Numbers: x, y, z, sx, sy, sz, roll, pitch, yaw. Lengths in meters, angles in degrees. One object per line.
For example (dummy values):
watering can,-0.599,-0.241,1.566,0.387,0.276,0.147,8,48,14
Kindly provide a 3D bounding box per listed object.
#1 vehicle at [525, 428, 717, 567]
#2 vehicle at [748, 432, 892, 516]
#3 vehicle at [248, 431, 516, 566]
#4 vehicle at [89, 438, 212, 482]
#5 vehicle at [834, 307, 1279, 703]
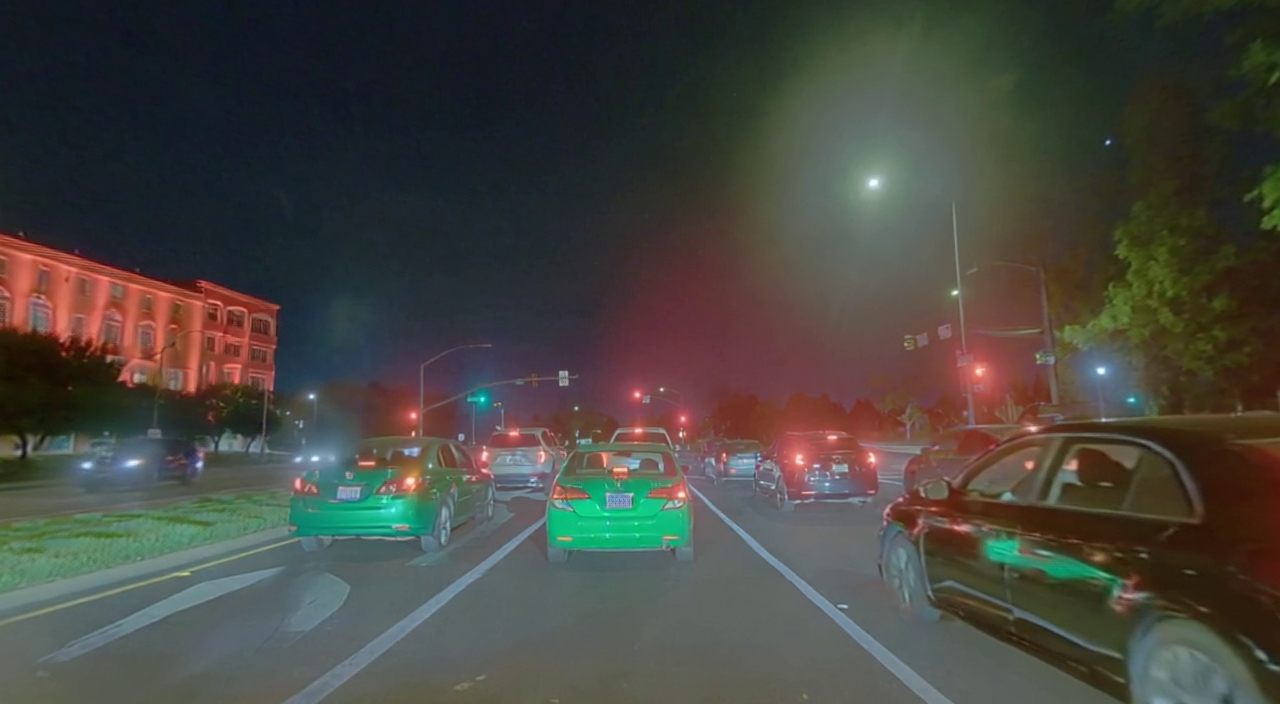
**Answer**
vehicle,-0.209,1.836,8.714,2.041,1.450,3.847,0,-8,0
vehicle,3.558,2.471,13.289,1.880,1.476,3.932,0,-8,1
vehicle,-3.207,1.891,8.949,1.917,1.441,4.128,-1,-8,2
vehicle,-21.177,4.661,27.575,2.132,1.724,4.001,0,-8,0
vehicle,2.998,0.958,3.573,2.196,1.676,4.865,0,-8,-1
